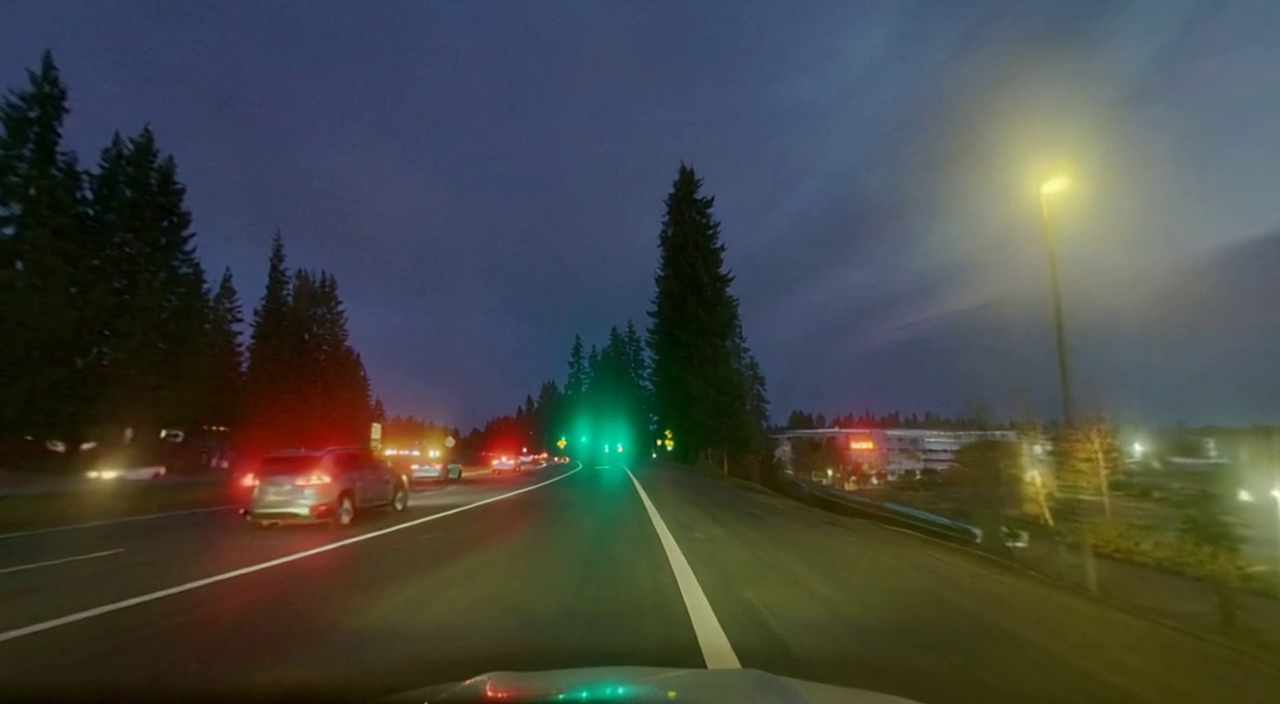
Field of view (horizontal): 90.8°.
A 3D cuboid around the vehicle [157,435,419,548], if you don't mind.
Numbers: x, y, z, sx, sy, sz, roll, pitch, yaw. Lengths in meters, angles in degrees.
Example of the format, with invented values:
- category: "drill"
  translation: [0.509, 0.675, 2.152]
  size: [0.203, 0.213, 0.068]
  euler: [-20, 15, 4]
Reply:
- category: "vehicle"
  translation: [-6.321, 2.519, 12.216]
  size: [2.210, 1.737, 4.649]
  euler: [-1, -8, 3]

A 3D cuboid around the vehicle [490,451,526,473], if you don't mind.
- category: "vehicle"
  translation: [-10.220, 8.518, 49.111]
  size: [1.886, 1.535, 4.742]
  euler: [0, -8, -1]

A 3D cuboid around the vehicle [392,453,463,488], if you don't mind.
- category: "vehicle"
  translation: [-10.059, 5.612, 30.301]
  size: [1.781, 1.476, 4.513]
  euler: [0, -8, 1]
